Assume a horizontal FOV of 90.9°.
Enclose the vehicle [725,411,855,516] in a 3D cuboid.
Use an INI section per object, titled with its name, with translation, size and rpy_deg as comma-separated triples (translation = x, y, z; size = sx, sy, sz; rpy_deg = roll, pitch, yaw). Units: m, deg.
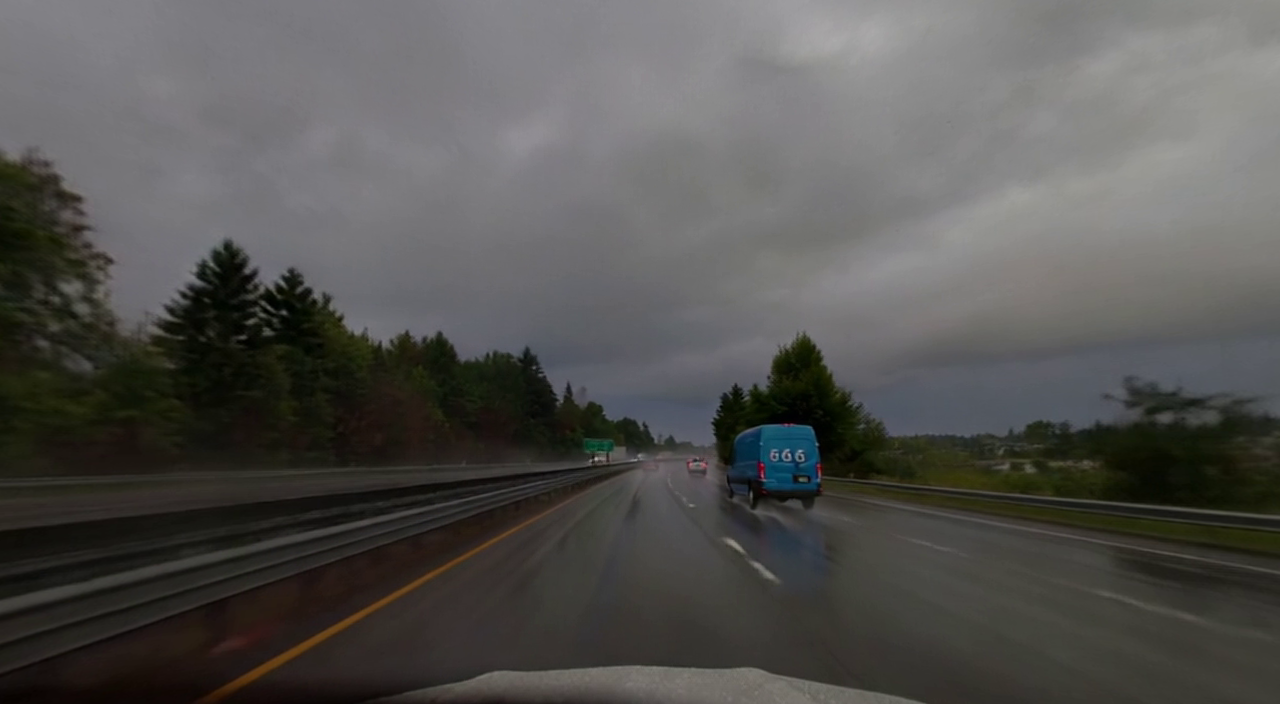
[vehicle]
translation = 4.162, 3.327, 18.755
size = 2.366, 2.595, 5.793
rpy_deg = 1, -11, -1
